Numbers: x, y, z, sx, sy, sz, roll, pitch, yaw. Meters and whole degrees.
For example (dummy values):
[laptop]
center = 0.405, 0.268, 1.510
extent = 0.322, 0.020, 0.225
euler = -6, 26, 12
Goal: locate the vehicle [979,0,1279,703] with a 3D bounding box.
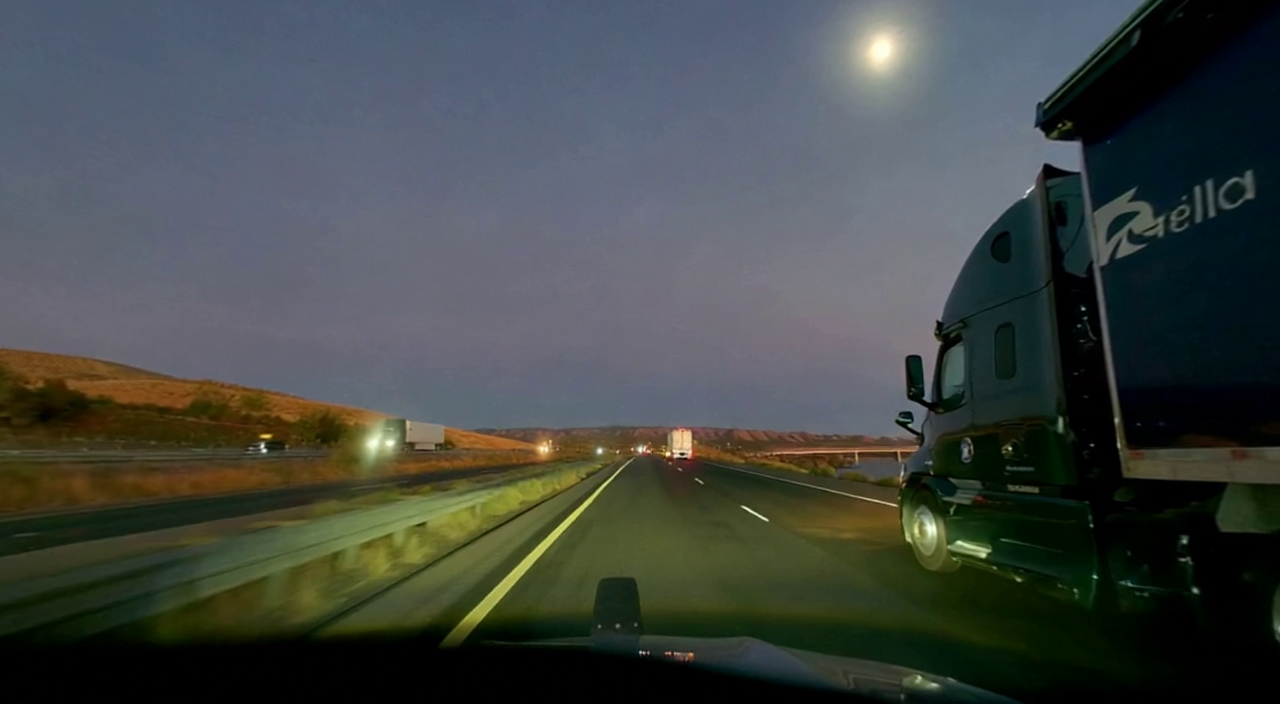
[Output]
[vehicle]
center = 4.396, -0.613, 0.836
extent = 3.062, 4.050, 9.094
euler = 0, -9, 3
